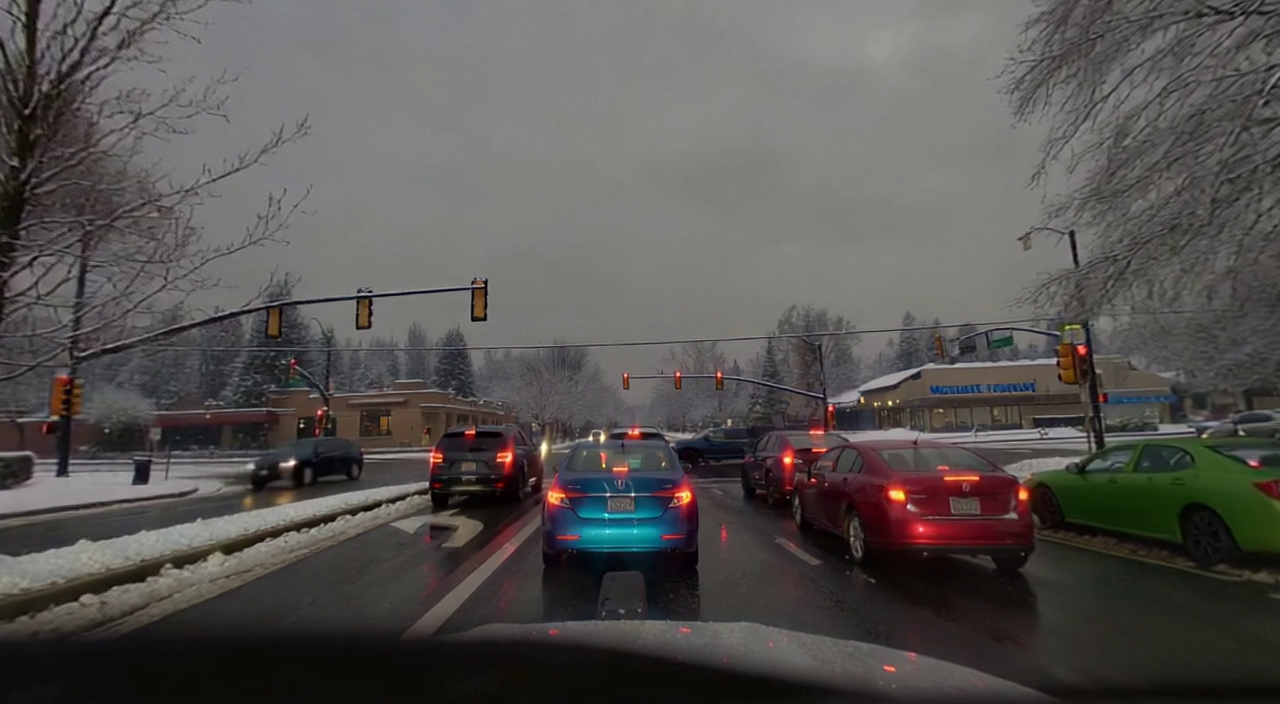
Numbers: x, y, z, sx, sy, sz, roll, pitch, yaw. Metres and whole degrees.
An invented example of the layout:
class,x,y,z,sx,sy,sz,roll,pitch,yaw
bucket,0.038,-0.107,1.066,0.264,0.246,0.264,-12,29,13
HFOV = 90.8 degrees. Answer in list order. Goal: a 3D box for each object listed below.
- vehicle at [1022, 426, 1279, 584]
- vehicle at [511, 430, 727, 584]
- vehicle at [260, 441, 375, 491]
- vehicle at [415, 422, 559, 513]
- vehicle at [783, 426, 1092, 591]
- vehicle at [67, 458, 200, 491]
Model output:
class,x,y,z,sx,sy,sz,roll,pitch,yaw
vehicle,7.179,1.731,7.820,2.004,1.508,4.646,0,-8,0
vehicle,-0.177,1.801,8.164,2.098,1.477,3.897,0,-8,1
vehicle,-12.196,4.311,24.288,1.959,1.704,4.410,0,-8,2
vehicle,-3.431,2.711,15.408,2.160,1.823,5.115,0,-8,1
vehicle,3.236,1.760,7.997,2.020,1.513,4.120,0,-8,2
vehicle,-25.293,6.142,31.755,4.679,1.488,2.052,2,-9,-12
